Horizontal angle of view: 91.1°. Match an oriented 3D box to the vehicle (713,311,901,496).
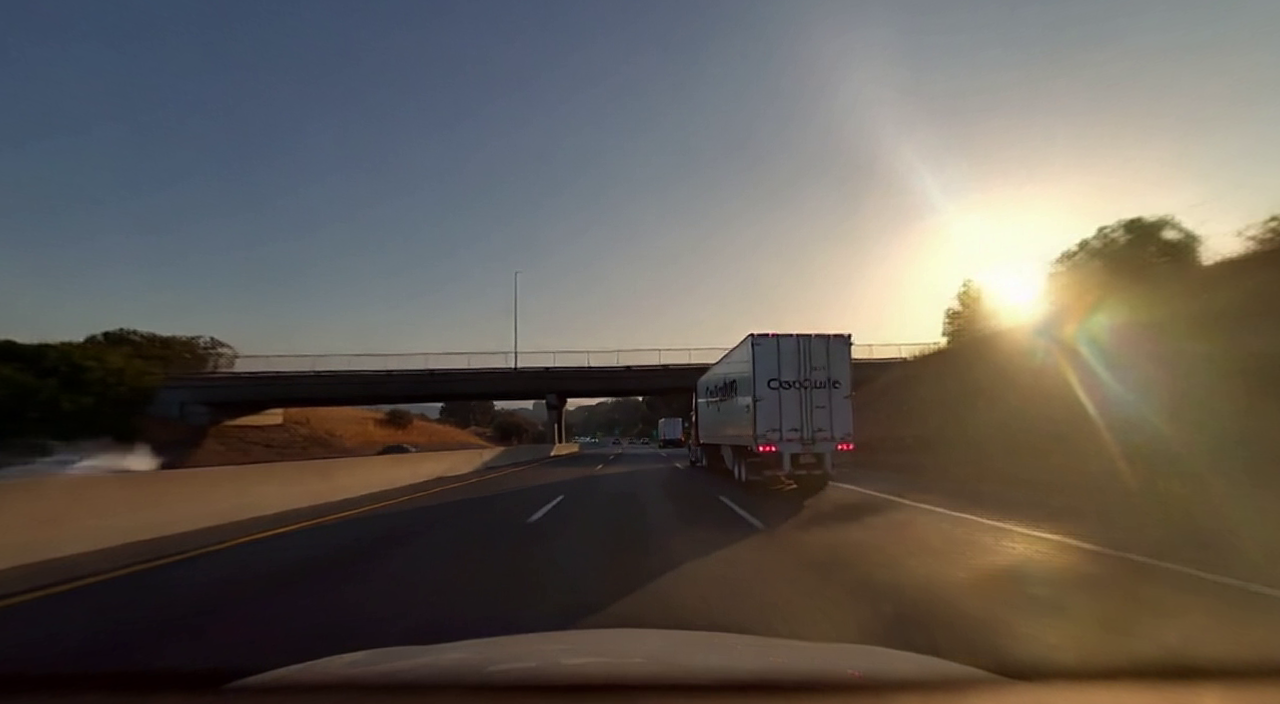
[{"bbox_3d":[4.070,1.689,17.914,2.840,3.947,8.920,0,-8,0],"label":"vehicle"}]
